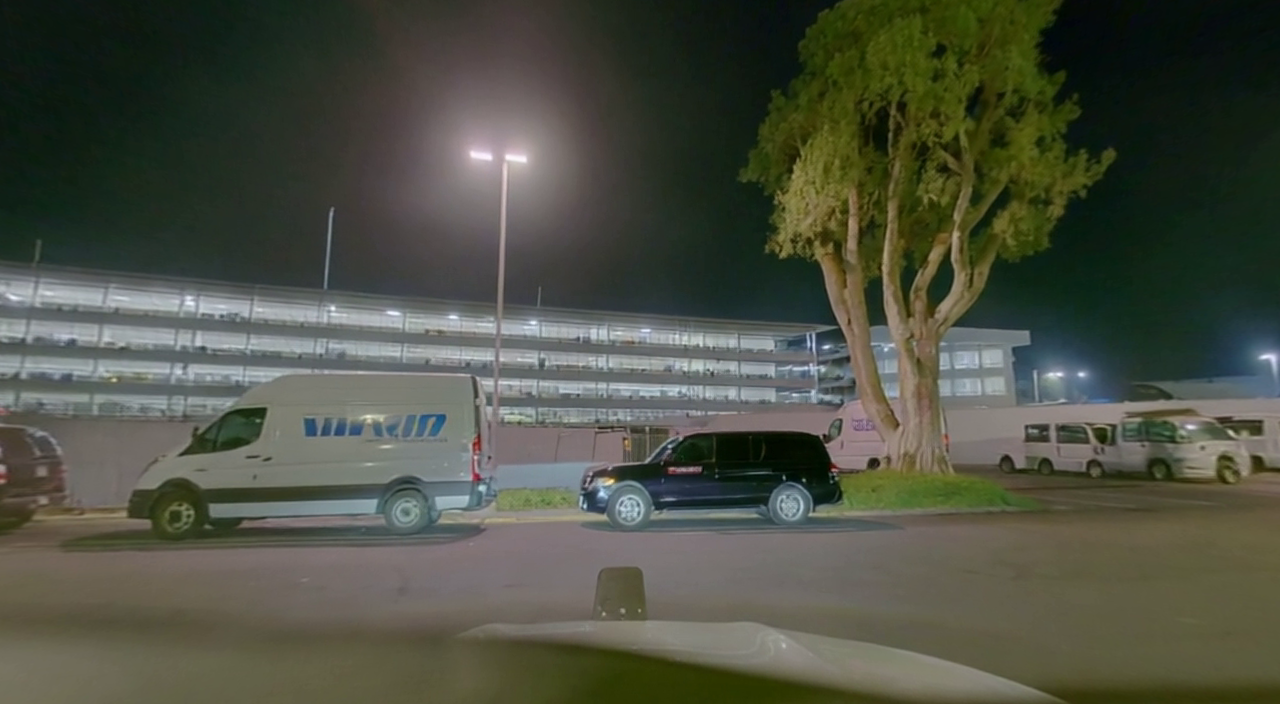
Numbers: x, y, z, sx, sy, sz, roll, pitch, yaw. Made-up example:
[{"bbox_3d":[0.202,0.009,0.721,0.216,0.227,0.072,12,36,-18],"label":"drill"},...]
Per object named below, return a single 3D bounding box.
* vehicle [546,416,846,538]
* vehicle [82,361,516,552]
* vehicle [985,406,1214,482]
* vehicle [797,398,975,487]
[{"bbox_3d":[0.851,2.176,11.385,4.992,1.894,2.043,2,-8,-8],"label":"vehicle"},{"bbox_3d":[-5.208,1.716,10.742,5.899,2.757,2.257,1,-9,-8],"label":"vehicle"},{"bbox_3d":[15.087,3.096,21.535,2.228,2.126,6.632,-1,-8,-7],"label":"vehicle"},{"bbox_3d":[7.312,2.842,19.804,2.491,2.324,5.986,1,-8,-8],"label":"vehicle"}]
